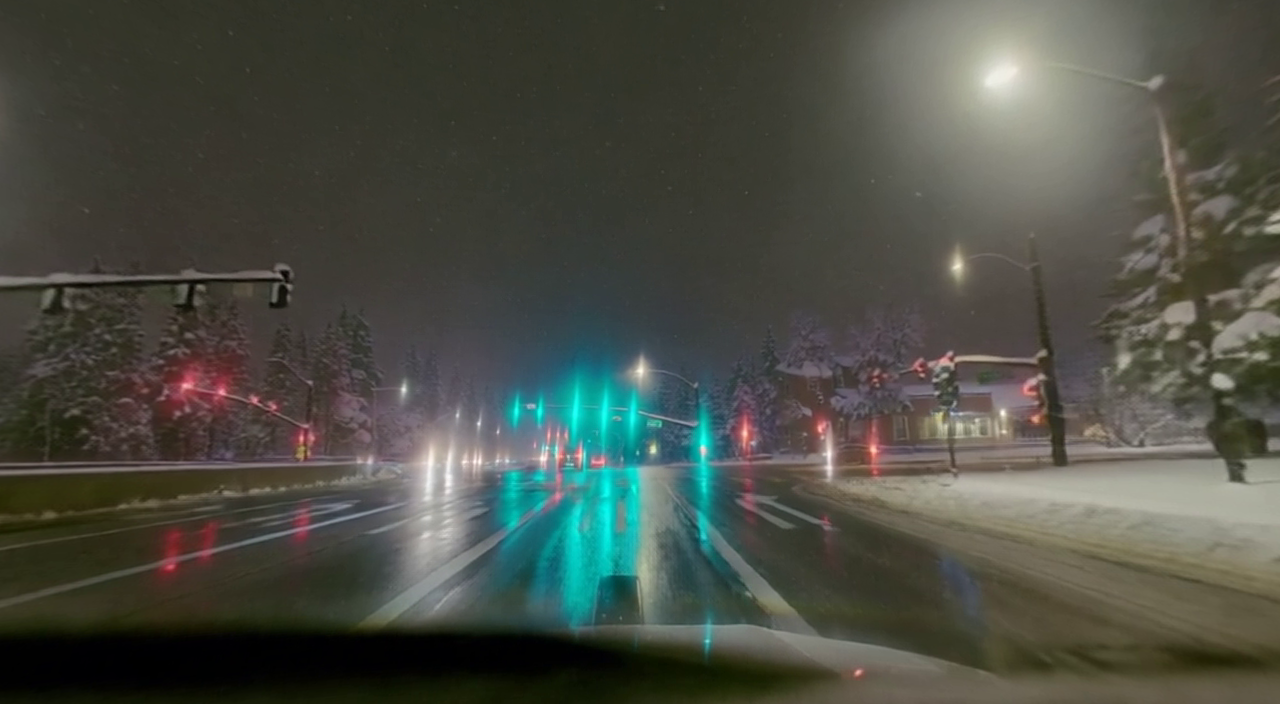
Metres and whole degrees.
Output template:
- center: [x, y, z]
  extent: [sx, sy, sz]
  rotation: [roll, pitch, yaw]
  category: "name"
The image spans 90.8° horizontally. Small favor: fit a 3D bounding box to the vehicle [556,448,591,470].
- center: [-4.681, 7.552, 44.904]
  extent: [2.073, 1.445, 4.151]
  rotation: [0, -8, -1]
  category: "vehicle"
